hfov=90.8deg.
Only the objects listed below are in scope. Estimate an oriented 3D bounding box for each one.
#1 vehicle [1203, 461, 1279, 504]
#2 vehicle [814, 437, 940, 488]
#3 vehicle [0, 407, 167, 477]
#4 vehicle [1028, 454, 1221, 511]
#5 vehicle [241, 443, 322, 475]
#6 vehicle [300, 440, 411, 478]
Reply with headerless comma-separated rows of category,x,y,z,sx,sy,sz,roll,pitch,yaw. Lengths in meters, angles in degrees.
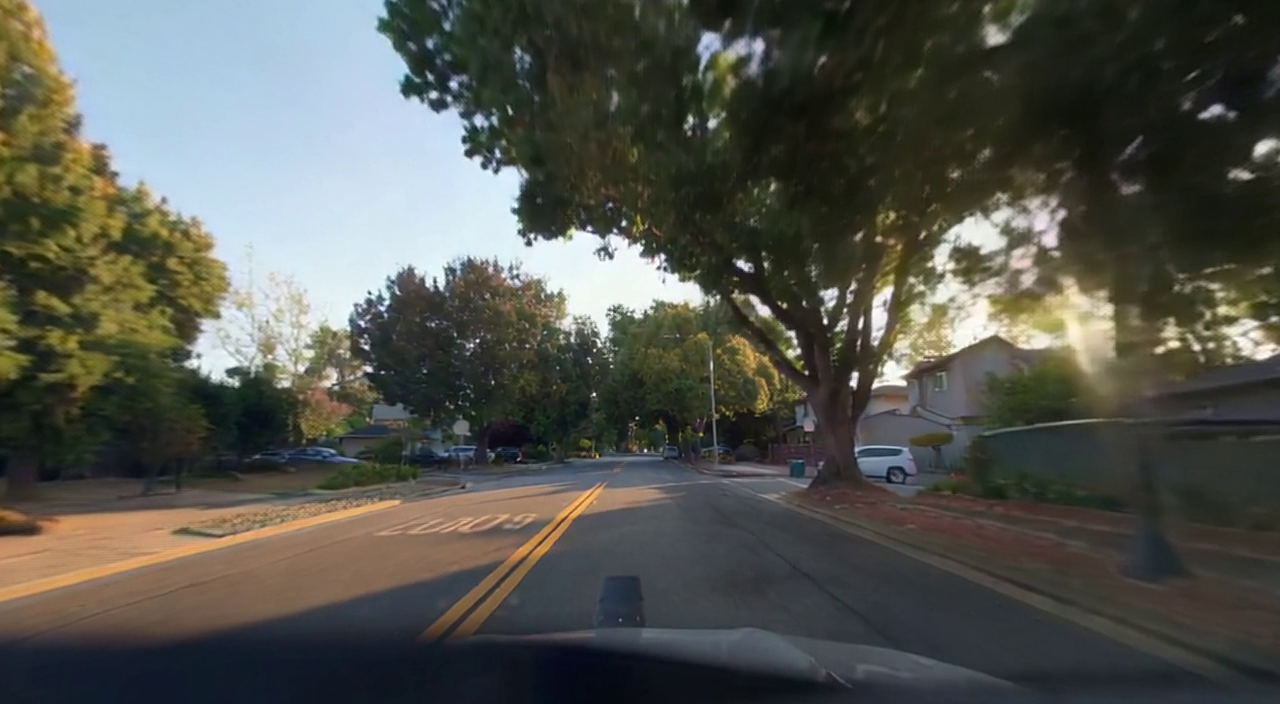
vehicle,26.992,5.782,28.179,1.916,1.620,3.519,-4,-9,28
vehicle,10.792,5.048,28.847,4.854,1.771,2.123,-12,-12,29
vehicle,-17.528,2.885,19.881,4.918,1.918,2.002,-6,-10,25
vehicle,14.439,3.949,19.179,4.231,1.493,1.941,-7,-10,27
vehicle,-21.414,6.372,37.677,4.507,1.774,1.923,-5,-9,27
vehicle,-15.601,5.791,34.523,6.072,1.882,2.277,-5,-9,29
